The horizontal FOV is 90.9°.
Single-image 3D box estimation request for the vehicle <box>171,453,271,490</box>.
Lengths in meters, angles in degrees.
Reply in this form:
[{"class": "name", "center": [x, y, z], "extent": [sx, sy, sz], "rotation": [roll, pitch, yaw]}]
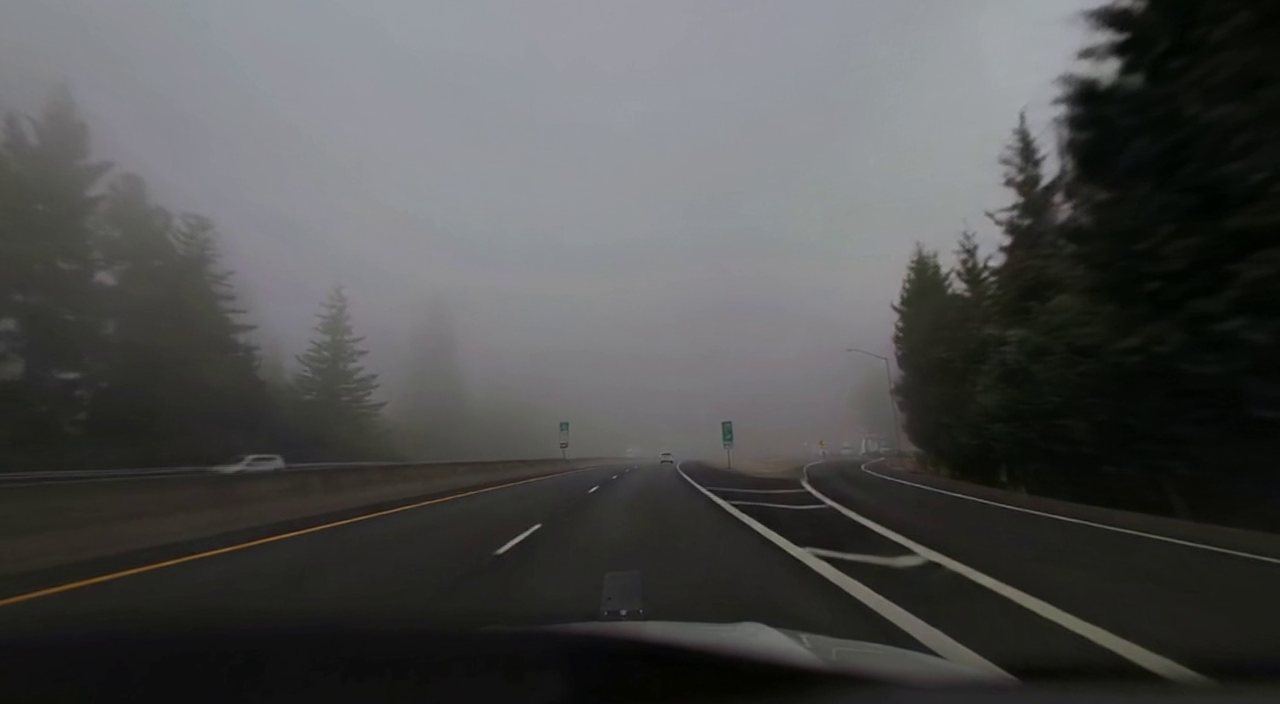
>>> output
[{"class": "vehicle", "center": [-18.980, 5.405, 28.751], "extent": [1.864, 1.509, 3.779], "rotation": [-1, -9, 2]}]
